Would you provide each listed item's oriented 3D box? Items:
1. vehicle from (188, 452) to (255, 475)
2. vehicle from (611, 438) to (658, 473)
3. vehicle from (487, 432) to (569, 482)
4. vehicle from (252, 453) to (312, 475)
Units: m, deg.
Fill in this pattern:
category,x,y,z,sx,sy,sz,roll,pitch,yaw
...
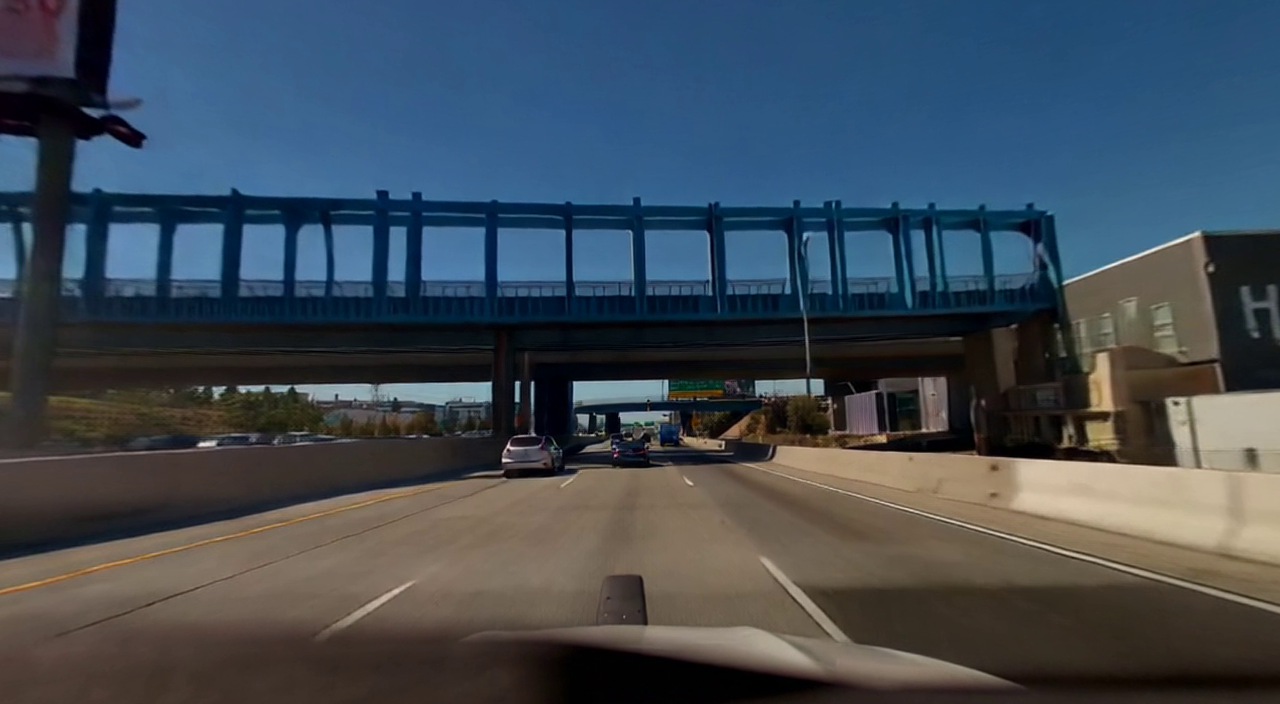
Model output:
category,x,y,z,sx,sy,sz,roll,pitch,yaw
vehicle,-31.873,8.457,48.220,1.938,1.598,4.624,0,-8,1
vehicle,-0.201,4.387,27.028,1.877,1.386,3.872,0,-8,0
vehicle,-3.857,3.695,22.547,2.064,1.589,4.213,0,-8,1
vehicle,-28.063,8.753,49.590,1.869,1.537,4.731,0,-8,1
